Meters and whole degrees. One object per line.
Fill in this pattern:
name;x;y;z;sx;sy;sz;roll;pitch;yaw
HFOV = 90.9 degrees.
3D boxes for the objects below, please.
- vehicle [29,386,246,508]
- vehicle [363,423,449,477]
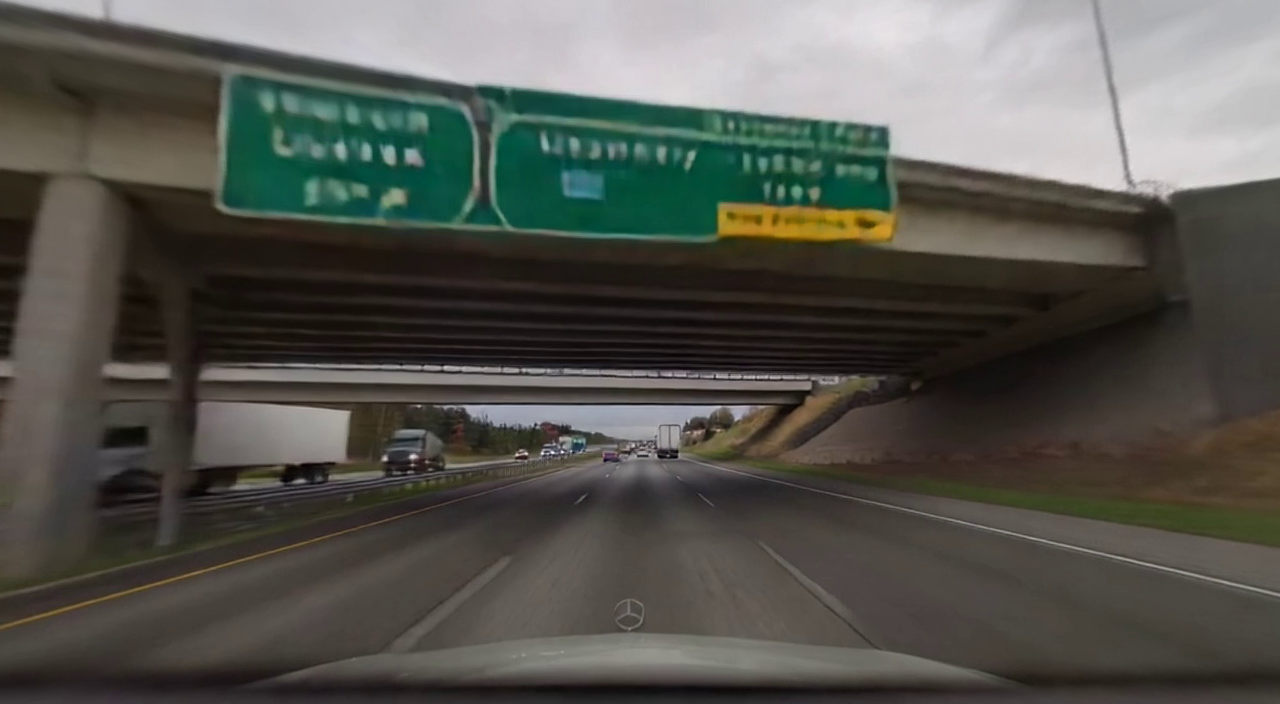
vehicle;-19.015;3.690;24.587;2.963;4.113;6.320;0;-9;0
vehicle;-15.299;6.509;41.918;2.668;3.229;7.672;0;-9;0
